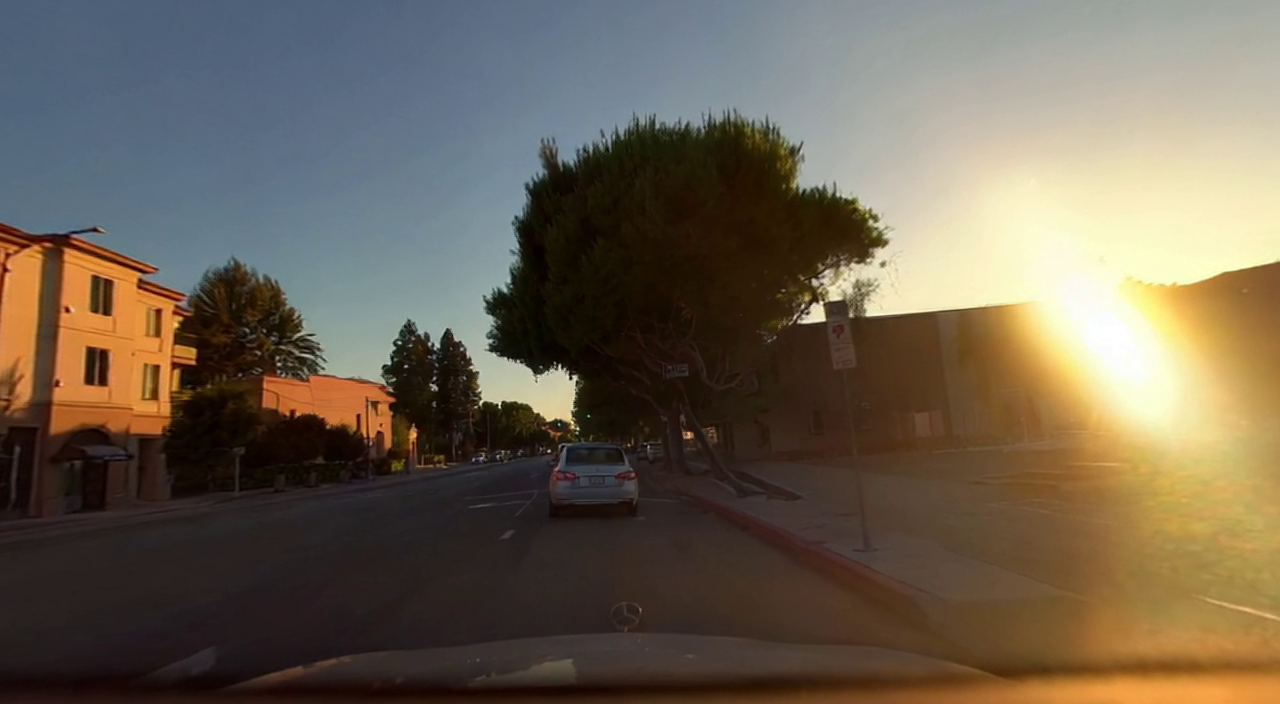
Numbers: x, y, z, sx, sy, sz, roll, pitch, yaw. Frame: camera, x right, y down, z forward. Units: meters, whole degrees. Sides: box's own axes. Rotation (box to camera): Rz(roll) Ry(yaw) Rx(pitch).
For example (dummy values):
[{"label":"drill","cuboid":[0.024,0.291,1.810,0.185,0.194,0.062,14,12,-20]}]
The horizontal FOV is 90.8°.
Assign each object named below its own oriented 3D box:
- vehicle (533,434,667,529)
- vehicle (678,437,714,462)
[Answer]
[{"label":"vehicle","cuboid":[-0.746,2.378,12.260,2.116,1.479,4.358,0,-8,-3]},{"label":"vehicle","cuboid":[3.467,6.095,39.641,1.972,1.484,3.974,0,-8,1]}]
